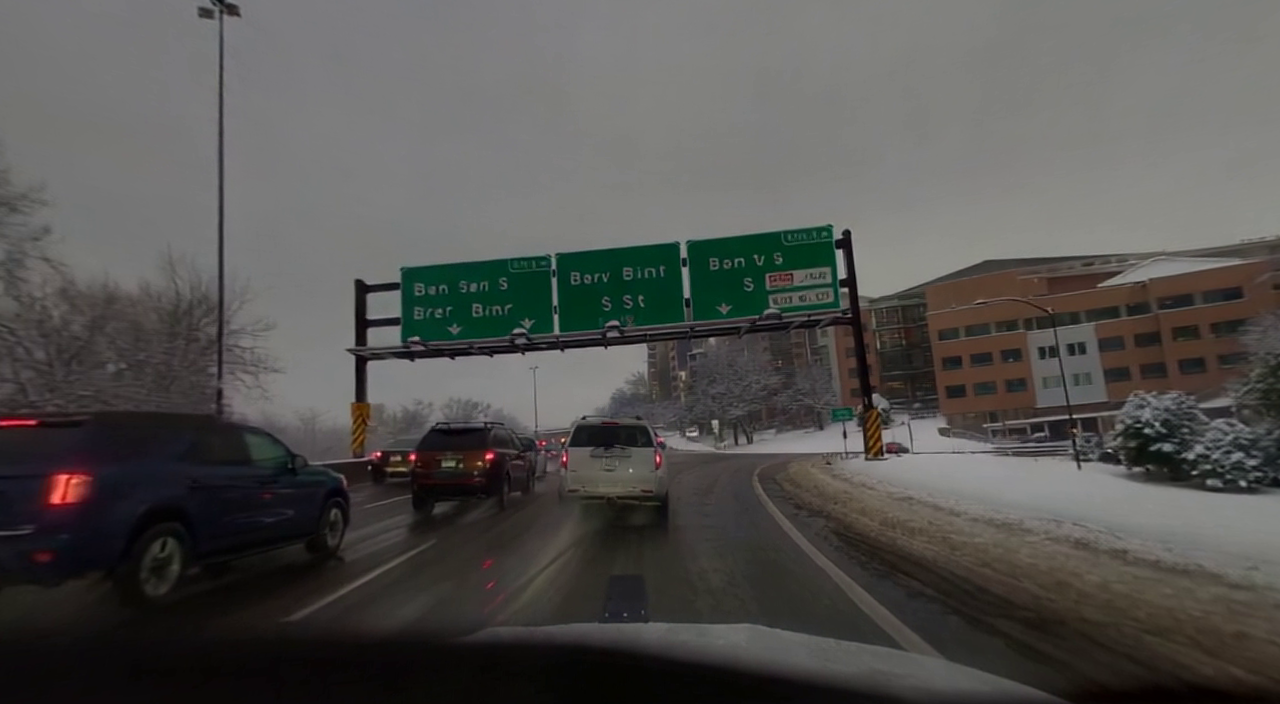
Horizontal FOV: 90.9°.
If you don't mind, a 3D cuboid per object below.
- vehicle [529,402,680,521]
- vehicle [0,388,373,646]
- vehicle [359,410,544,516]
[{"bbox_3d":[-0.603,2.346,13.983,2.616,2.063,5.933,0,-9,0],"label":"vehicle"},{"bbox_3d":[-4.701,1.436,6.505,1.953,1.729,4.377,0,-9,0],"label":"vehicle"},{"bbox_3d":[-3.933,2.477,14.572,2.286,1.931,5.729,0,-9,2],"label":"vehicle"}]
